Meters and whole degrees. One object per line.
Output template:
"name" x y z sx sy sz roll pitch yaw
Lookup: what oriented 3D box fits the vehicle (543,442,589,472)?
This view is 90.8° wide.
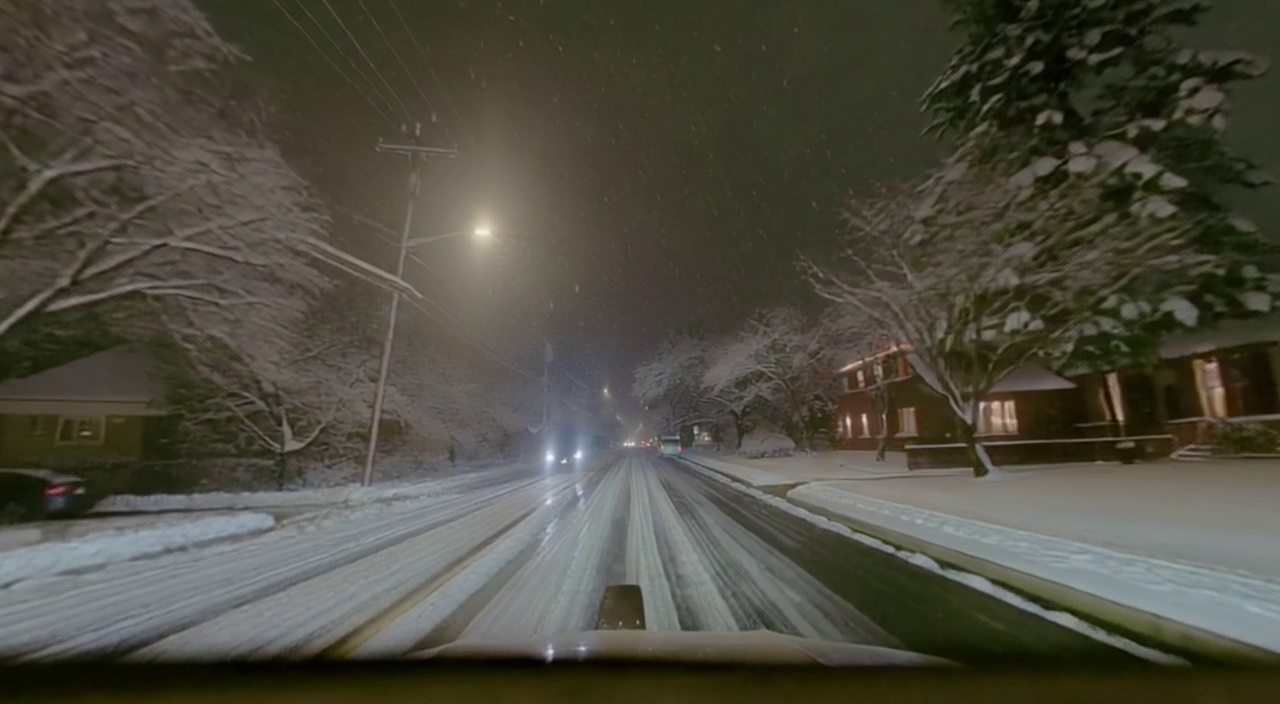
"vehicle" -3.823 5.471 33.253 1.959 1.473 4.115 0 -8 0
